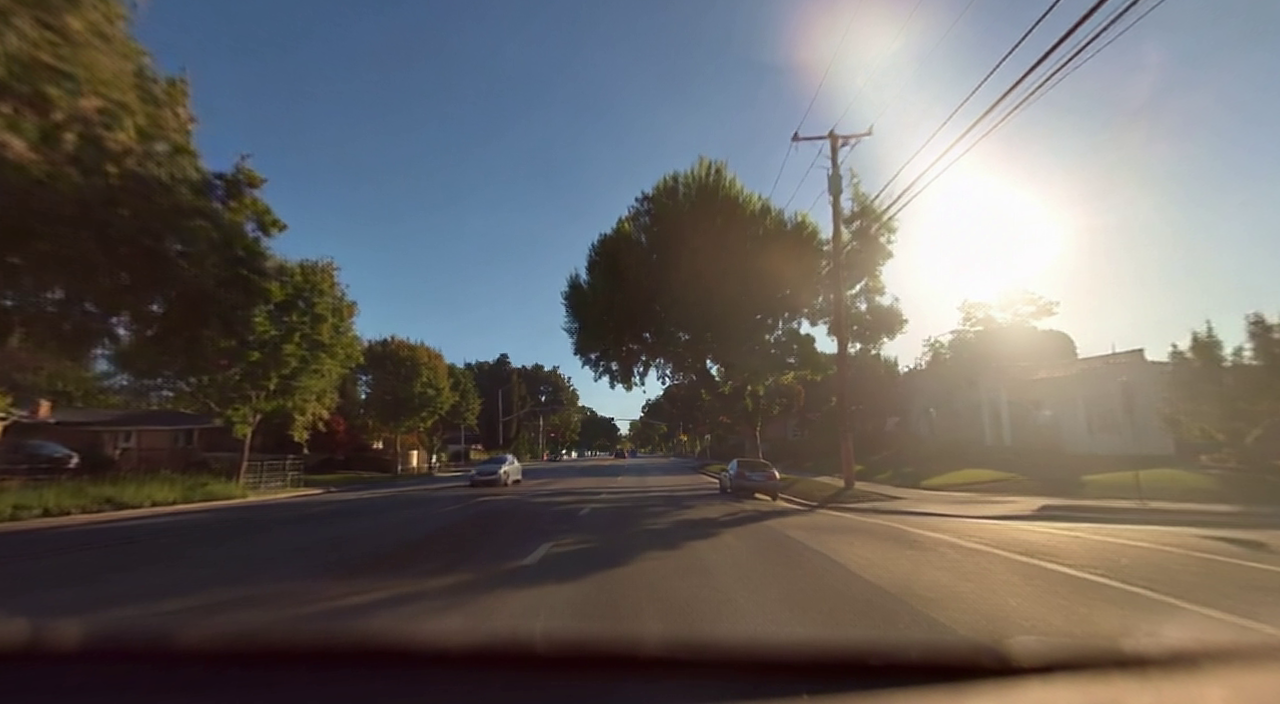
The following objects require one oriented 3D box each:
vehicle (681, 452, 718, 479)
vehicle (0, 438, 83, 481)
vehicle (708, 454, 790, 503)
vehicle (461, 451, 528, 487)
[{"bbox_3d":[4.005,7.733,43.316,2.020,1.690,4.621,0,-9,-1],"label":"vehicle"},{"bbox_3d":[-28.657,4.831,28.482,4.750,1.845,2.382,0,-9,-1],"label":"vehicle"},{"bbox_3d":[3.749,4.436,22.580,2.031,1.500,4.590,0,-9,-1],"label":"vehicle"},{"bbox_3d":[-6.529,5.295,28.863,2.049,1.494,4.226,0,-9,1],"label":"vehicle"}]
